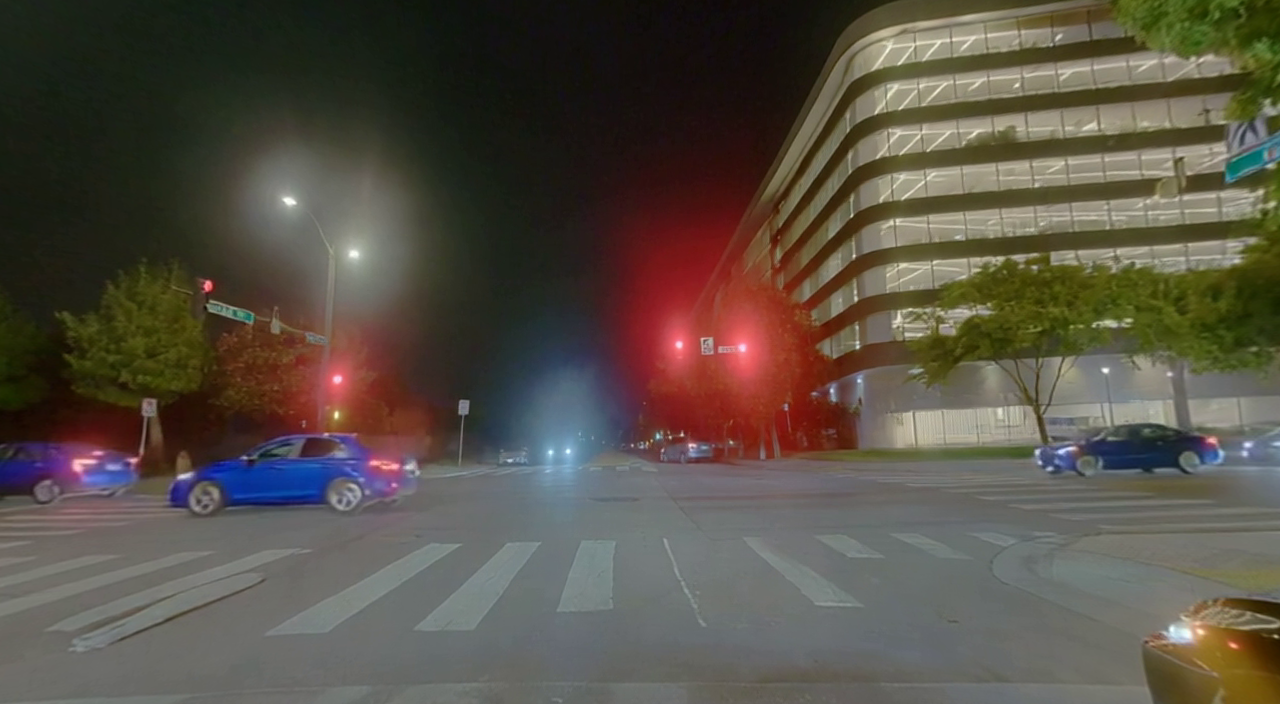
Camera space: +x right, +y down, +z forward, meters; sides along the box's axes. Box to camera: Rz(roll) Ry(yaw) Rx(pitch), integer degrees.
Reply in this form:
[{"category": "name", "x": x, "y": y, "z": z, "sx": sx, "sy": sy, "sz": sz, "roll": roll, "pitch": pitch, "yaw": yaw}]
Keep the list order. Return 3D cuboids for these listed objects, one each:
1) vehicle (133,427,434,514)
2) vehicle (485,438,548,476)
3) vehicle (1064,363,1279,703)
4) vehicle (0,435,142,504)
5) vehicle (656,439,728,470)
[{"category": "vehicle", "x": -7.561, "y": 2.550, "z": 13.769, "sx": 5.369, "sy": 1.704, "sz": 1.993, "roll": 0, "pitch": -8, "yaw": 1}, {"category": "vehicle", "x": -5.959, "y": 5.087, "z": 30.800, "sx": 2.115, "sy": 1.690, "sz": 4.322, "roll": 0, "pitch": -8, "yaw": 1}, {"category": "vehicle", "x": 2.875, "y": 0.673, "z": 0.838, "sx": 1.947, "sy": 1.576, "sz": 3.825, "roll": 0, "pitch": -8, "yaw": 1}, {"category": "vehicle", "x": -17.013, "y": 3.230, "z": 17.481, "sx": 4.565, "sy": 1.769, "sz": 1.940, "roll": 0, "pitch": -8, "yaw": -1}, {"category": "vehicle", "x": 2.545, "y": 5.193, "z": 32.109, "sx": 2.031, "sy": 1.442, "sz": 4.446, "roll": 3, "pitch": -9, "yaw": -19}]
